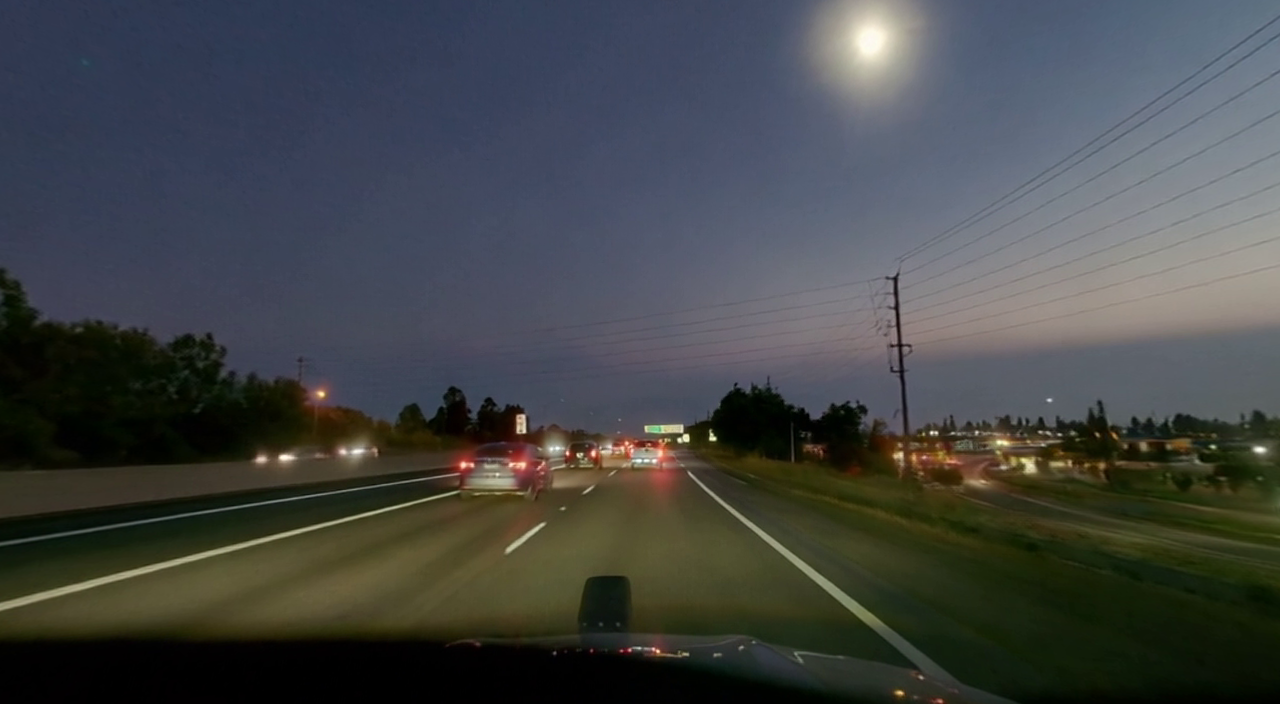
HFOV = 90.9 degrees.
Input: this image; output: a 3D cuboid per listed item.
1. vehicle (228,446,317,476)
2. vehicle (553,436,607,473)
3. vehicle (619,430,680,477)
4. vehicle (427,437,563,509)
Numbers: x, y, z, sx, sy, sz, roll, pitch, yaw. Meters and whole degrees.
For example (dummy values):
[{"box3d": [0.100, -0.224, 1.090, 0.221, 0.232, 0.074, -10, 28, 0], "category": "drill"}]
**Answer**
[{"box3d": [-20.028, 5.918, 34.646, 1.886, 1.495, 4.780, -1, -8, 2], "category": "vehicle"}, {"box3d": [-2.929, 5.166, 31.901, 2.051, 1.695, 4.731, -1, -8, 3], "category": "vehicle"}, {"box3d": [0.413, 4.239, 26.488, 2.319, 1.813, 4.274, 0, -8, 1], "category": "vehicle"}, {"box3d": [-3.258, 2.820, 15.204, 2.092, 1.464, 4.466, 0, -8, 2], "category": "vehicle"}]
